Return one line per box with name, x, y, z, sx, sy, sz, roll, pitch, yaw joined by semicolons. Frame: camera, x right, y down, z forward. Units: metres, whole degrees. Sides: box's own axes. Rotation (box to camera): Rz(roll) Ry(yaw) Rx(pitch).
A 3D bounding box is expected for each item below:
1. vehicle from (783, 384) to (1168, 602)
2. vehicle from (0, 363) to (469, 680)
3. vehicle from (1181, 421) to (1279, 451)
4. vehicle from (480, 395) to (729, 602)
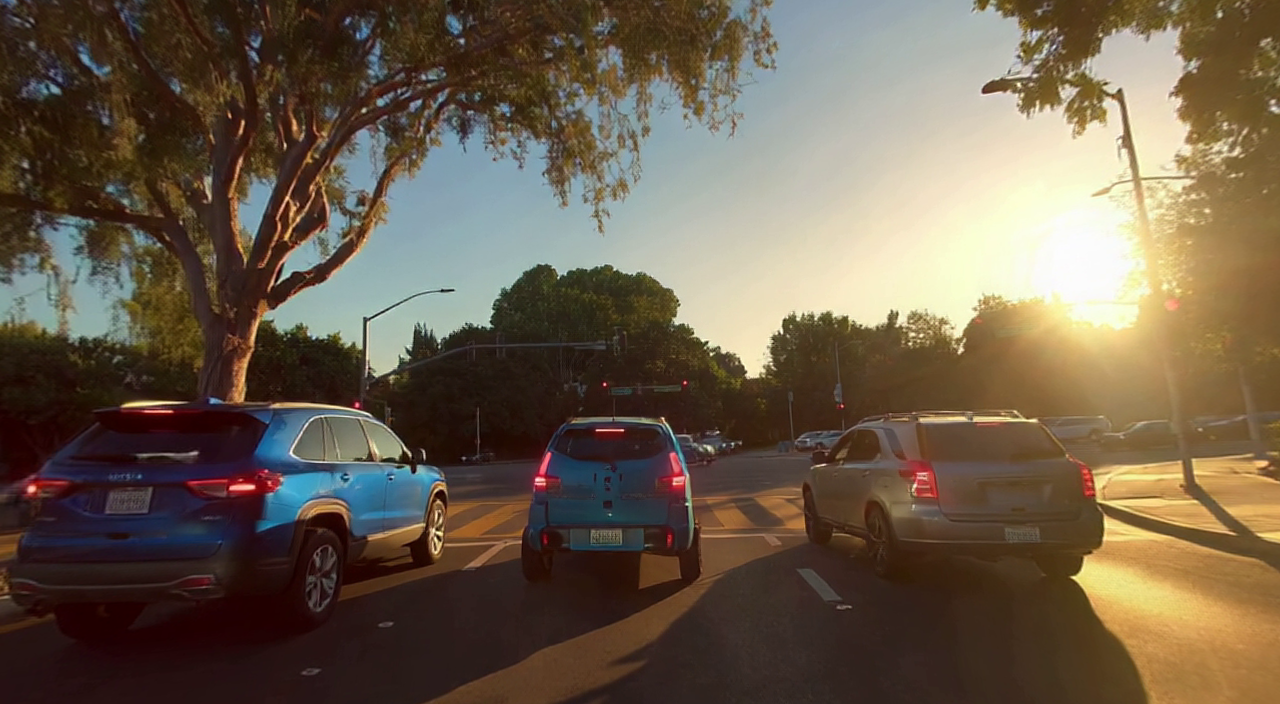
vehicle;3.272;1.485;7.509;2.083;1.779;4.532;0;-8;0
vehicle;-3.273;1.285;5.895;2.047;1.810;4.414;0;-8;1
vehicle;32.798;4.651;34.757;4.175;1.634;1.877;1;-8;-4
vehicle;-0.235;1.513;7.316;2.067;1.702;3.987;0;-8;2
